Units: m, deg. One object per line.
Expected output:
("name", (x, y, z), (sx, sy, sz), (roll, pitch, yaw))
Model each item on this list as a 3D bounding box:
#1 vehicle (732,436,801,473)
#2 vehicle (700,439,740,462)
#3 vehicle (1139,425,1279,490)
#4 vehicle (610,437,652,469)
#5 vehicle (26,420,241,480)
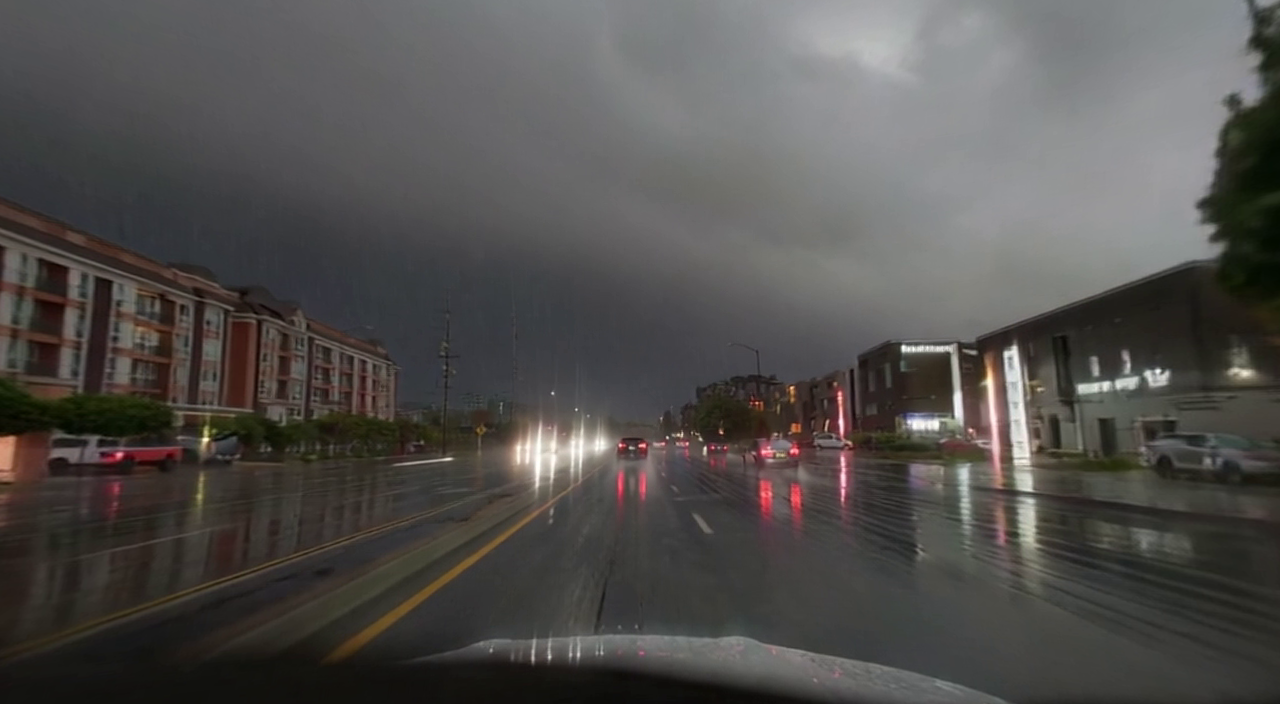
("vehicle", (5.832, 4.778, 29.611), (2.121, 1.557, 4.898), (0, -9, -1))
("vehicle", (5.618, 6.946, 44.590), (2.154, 1.554, 4.149), (0, -9, -2))
("vehicle", (20.449, 3.598, 21.708), (2.286, 1.948, 4.949), (0, -9, -1))
("vehicle", (-0.471, 5.295, 33.216), (2.106, 1.553, 3.964), (0, -8, -1))
("vehicle", (-33.192, 6.474, 42.455), (4.125, 3.409, 11.667), (-1, -8, 5))
